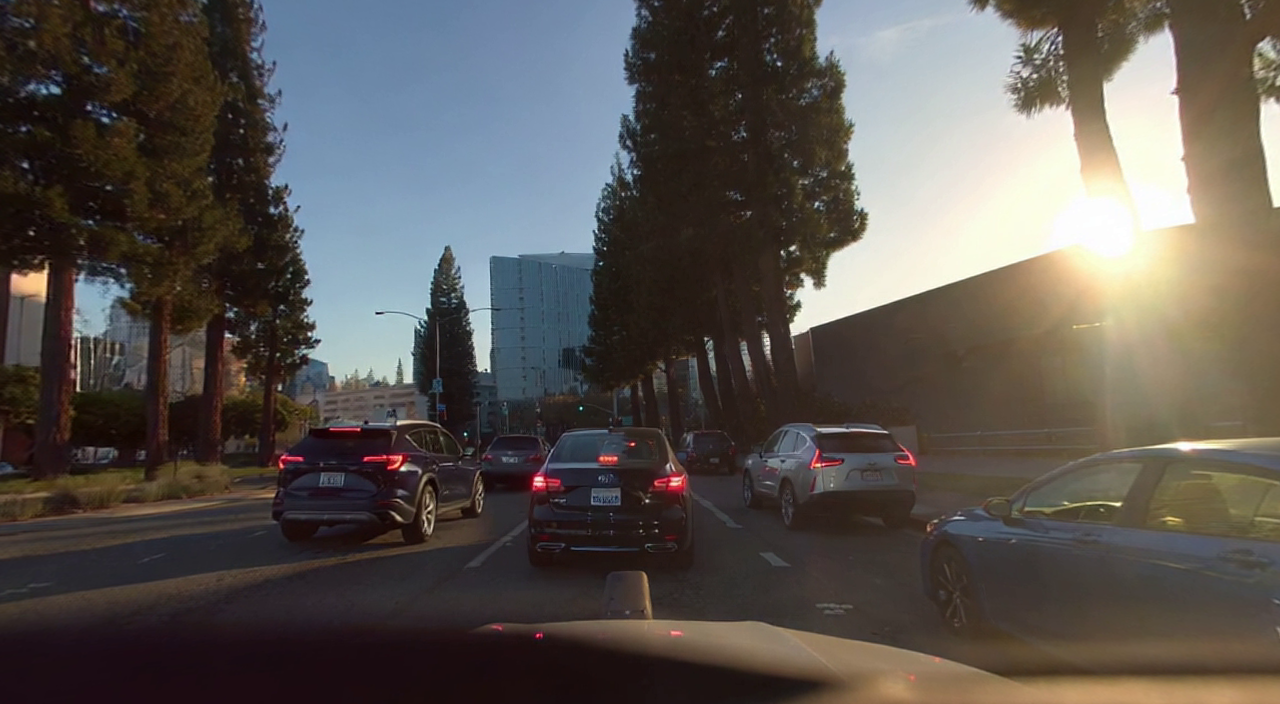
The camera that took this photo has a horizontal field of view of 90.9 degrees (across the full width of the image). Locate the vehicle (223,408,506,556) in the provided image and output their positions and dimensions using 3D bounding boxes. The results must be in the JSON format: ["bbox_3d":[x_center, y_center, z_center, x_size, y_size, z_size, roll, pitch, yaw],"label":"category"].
[{"bbox_3d":[-3.752,1.884,9.862,2.141,1.718,4.809,0,-8,1],"label":"vehicle"}]

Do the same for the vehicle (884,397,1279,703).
[{"bbox_3d":[3.245,1.072,3.380,2.045,1.459,4.462,0,-8,-1],"label":"vehicle"}]

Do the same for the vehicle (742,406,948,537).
[{"bbox_3d":[3.344,2.082,11.530,2.117,1.879,4.715,0,-8,-1],"label":"vehicle"}]

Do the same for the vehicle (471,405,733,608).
[{"bbox_3d":[-0.352,1.585,7.420,2.114,1.631,4.459,0,-8,-1],"label":"vehicle"}]
